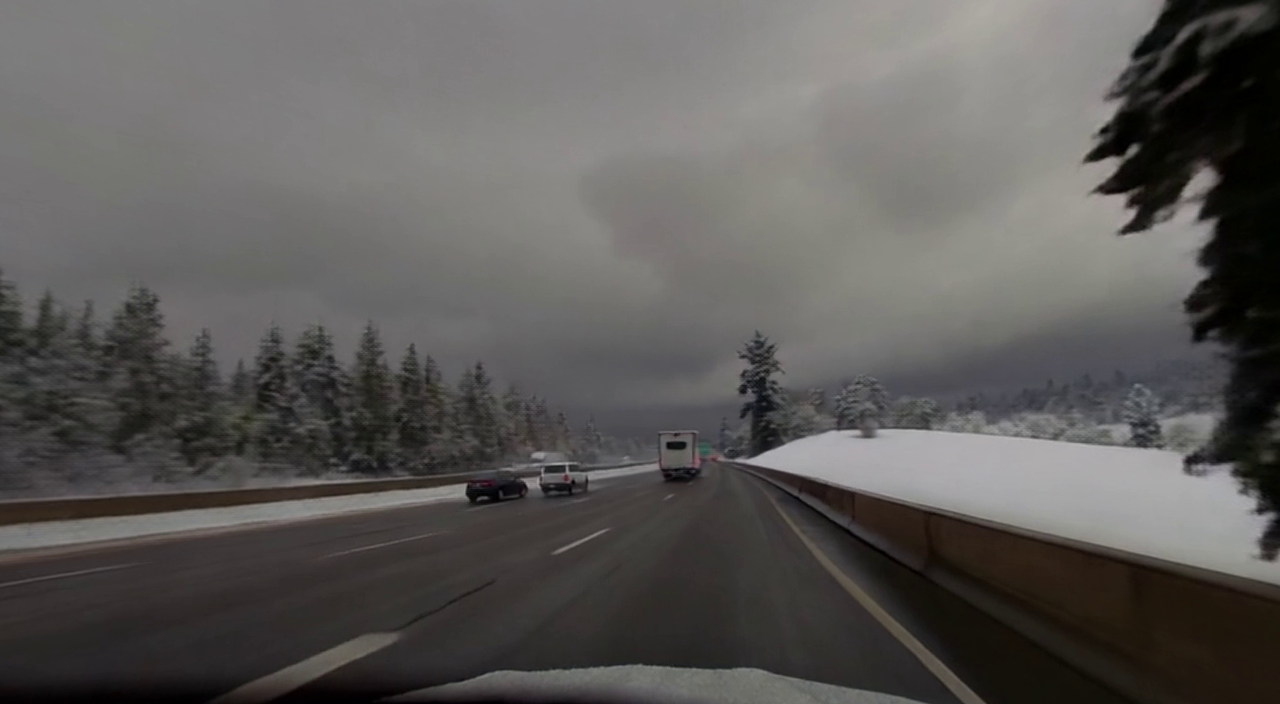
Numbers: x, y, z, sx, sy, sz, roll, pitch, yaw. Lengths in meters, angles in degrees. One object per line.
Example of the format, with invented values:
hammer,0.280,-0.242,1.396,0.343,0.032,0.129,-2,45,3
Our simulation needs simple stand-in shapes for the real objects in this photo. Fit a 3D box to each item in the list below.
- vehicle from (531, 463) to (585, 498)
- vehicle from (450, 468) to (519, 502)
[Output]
vehicle,-3.930,6.227,30.686,1.778,1.560,3.030,-1,-10,9
vehicle,-7.746,6.662,31.866,1.872,1.536,4.134,-1,-10,9
